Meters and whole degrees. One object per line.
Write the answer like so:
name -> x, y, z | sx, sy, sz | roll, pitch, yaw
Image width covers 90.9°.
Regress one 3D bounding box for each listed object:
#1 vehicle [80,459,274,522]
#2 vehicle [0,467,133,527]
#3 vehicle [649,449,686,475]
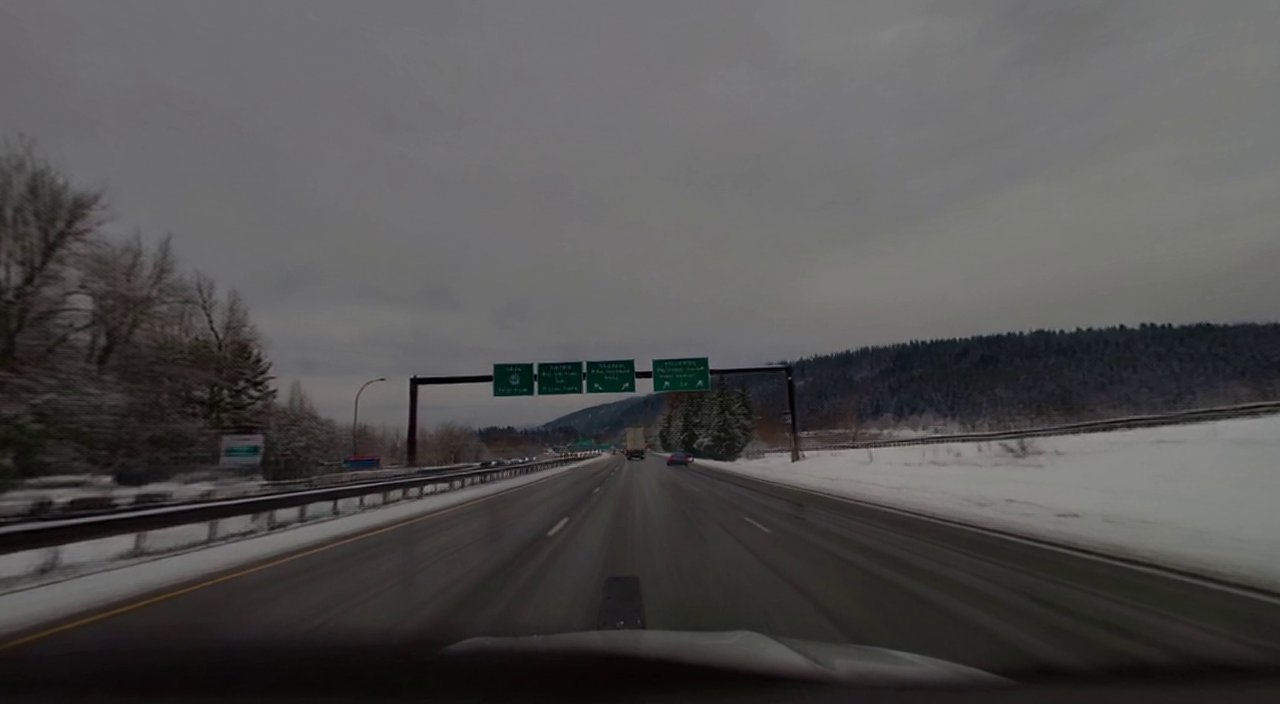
vehicle -> -12.826, 3.827, 17.954 | 2.100, 1.447, 4.656 | 0, -9, -2
vehicle -> -18.213, 4.293, 19.075 | 1.965, 1.483, 4.594 | 0, -9, -1
vehicle -> 1.591, 6.516, 37.558 | 2.036, 1.457, 3.471 | 0, -9, 0
